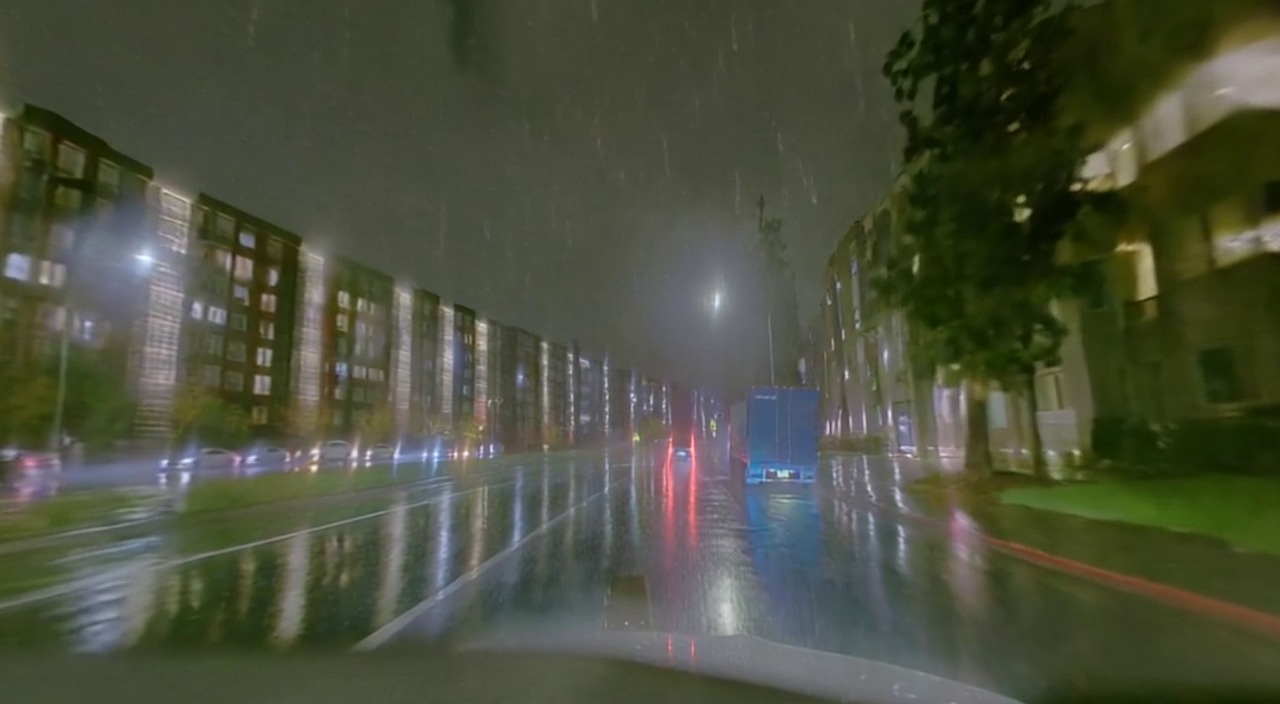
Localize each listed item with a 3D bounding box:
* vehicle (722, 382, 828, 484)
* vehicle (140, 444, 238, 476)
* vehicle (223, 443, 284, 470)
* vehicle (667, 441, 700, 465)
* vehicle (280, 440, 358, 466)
[{"bbox_3d":[4.929,3.251,24.790,2.945,3.277,8.473,-1,-8,5],"label":"vehicle"},{"bbox_3d":[-23.724,5.666,33.373,2.015,1.446,4.316,-2,-8,1],"label":"vehicle"},{"bbox_3d":[-23.460,6.350,38.332,1.659,1.570,2.845,-1,-8,6],"label":"vehicle"},{"bbox_3d":[2.690,6.103,38.177,1.871,1.370,4.206,-1,-8,6],"label":"vehicle"},{"bbox_3d":[-22.696,7.161,44.852,2.242,1.693,5.560,-2,-9,6],"label":"vehicle"}]
